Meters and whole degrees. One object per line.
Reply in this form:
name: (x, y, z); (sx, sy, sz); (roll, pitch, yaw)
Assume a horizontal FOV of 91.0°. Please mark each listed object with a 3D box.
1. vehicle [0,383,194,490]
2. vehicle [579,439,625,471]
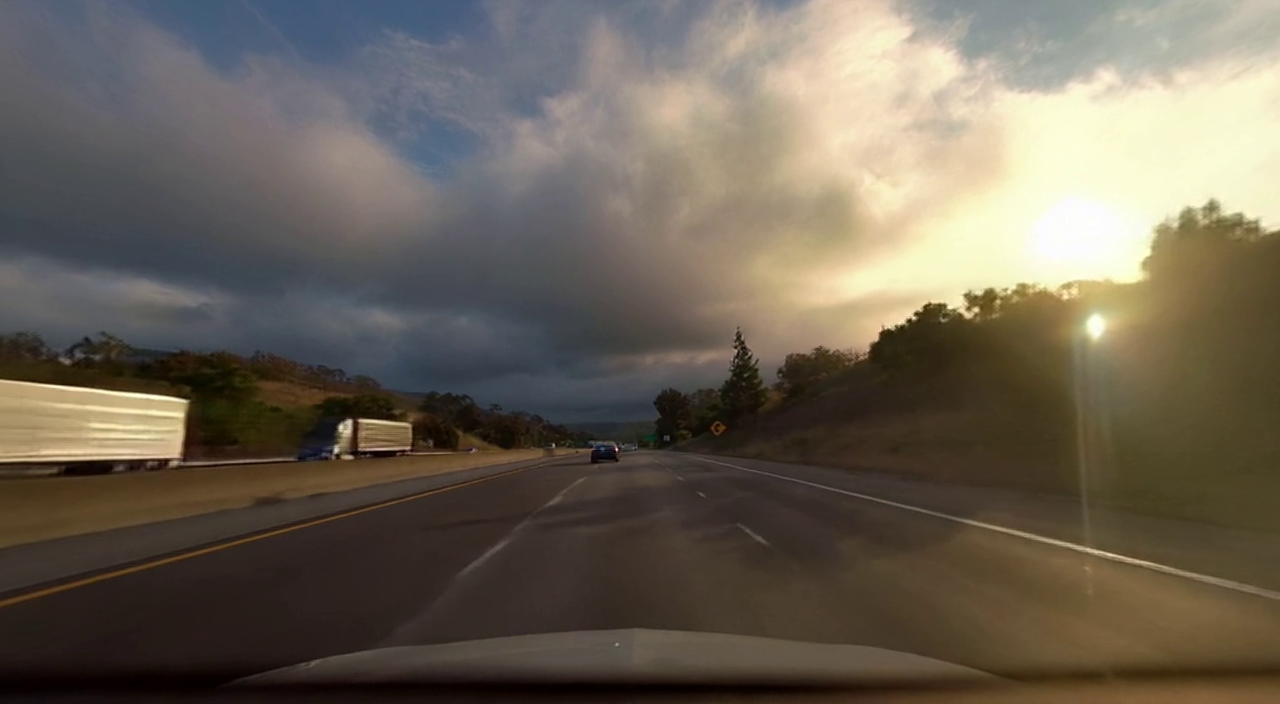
vehicle: (-24.543, 3.827, 28.296); (2.864, 4.070, 8.268); (0, -8, -1)
vehicle: (-1.977, 5.447, 33.613); (2.158, 1.562, 4.373); (-1, -8, 0)
